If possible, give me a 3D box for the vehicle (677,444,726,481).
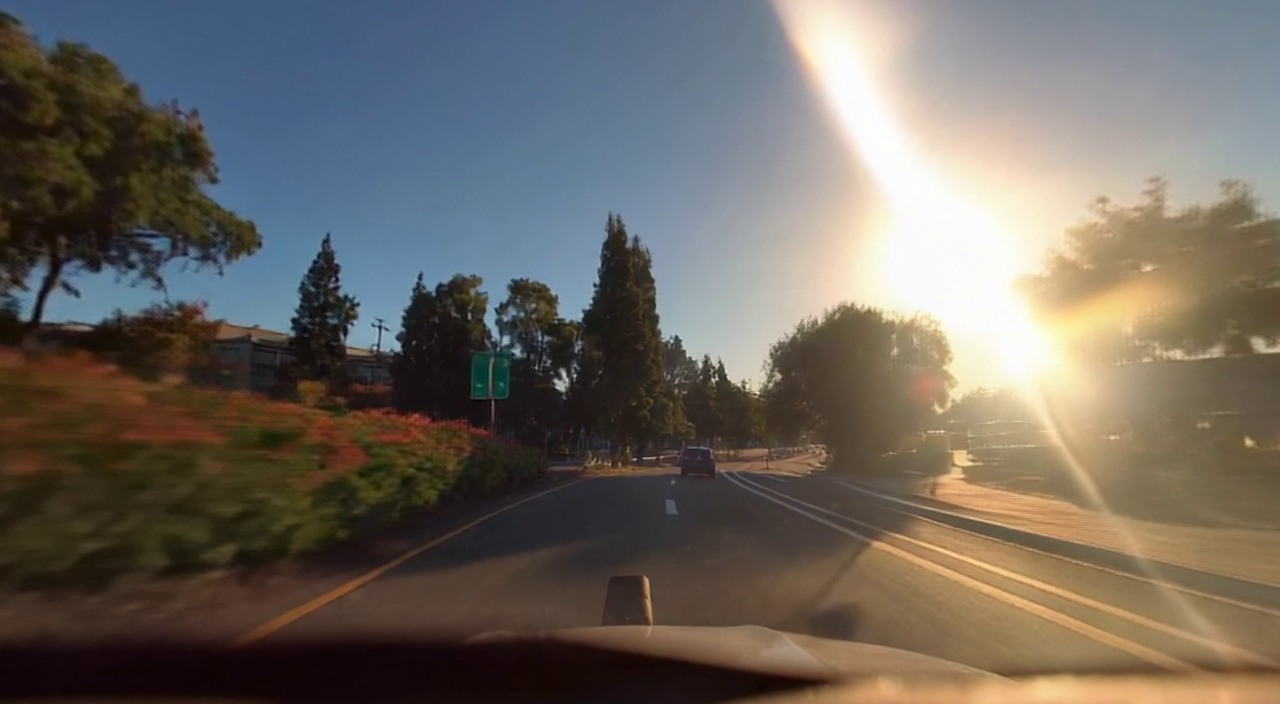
[{"bbox_3d":[2.627,4.804,27.836,1.956,1.473,4.640,-1,-8,3],"label":"vehicle"}]
